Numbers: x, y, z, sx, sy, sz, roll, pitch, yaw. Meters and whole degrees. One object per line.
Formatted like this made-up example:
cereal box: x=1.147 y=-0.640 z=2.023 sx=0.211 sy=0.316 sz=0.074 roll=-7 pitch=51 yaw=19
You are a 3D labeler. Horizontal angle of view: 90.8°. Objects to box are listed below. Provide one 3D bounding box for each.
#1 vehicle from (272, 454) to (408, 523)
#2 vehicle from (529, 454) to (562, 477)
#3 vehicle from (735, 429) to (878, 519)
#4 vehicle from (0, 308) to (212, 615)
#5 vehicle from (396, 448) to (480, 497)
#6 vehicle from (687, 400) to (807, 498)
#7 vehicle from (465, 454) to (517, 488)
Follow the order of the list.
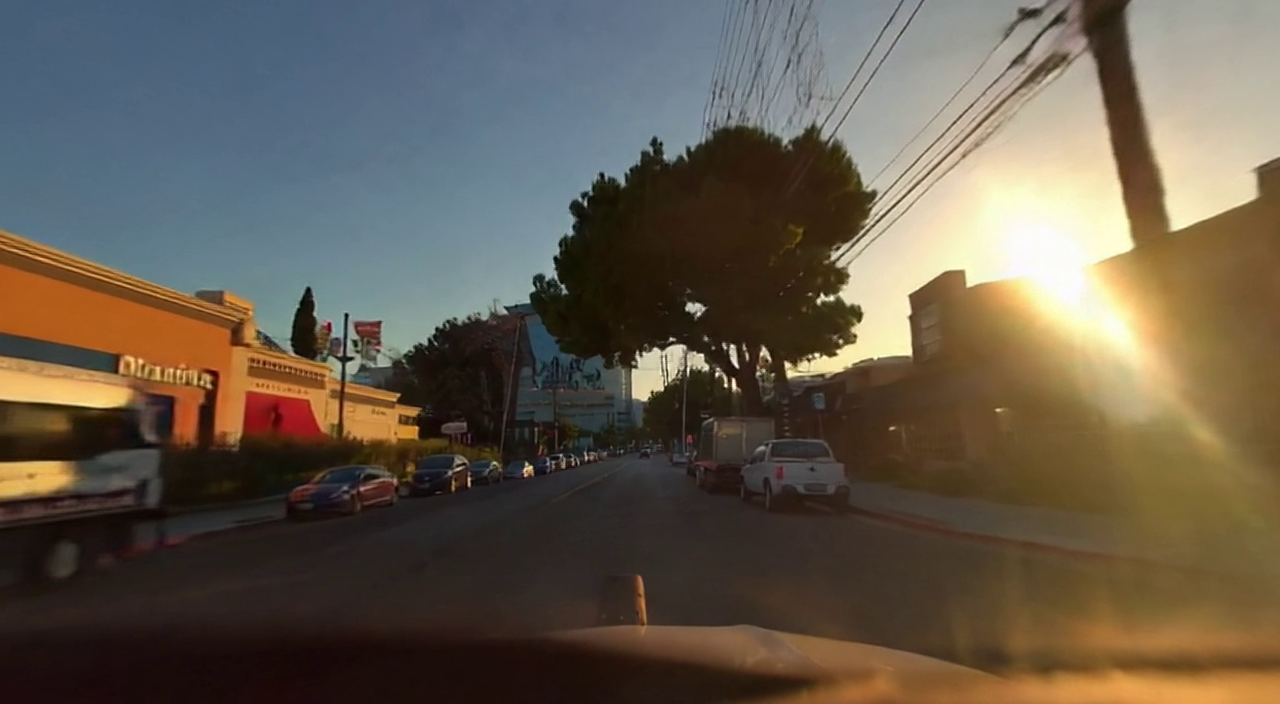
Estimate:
vehicle: x=-7.905 y=3.581 z=17.113 sx=1.704 sy=1.464 sz=4.089 roll=-3 pitch=-8 yaw=0
vehicle: x=-7.266 y=8.745 z=48.868 sx=1.787 sy=1.543 sz=4.052 roll=-4 pitch=-8 yaw=1
vehicle: x=3.719 y=2.838 z=15.217 sx=2.097 sy=1.784 sz=4.915 roll=0 pitch=-9 yaw=0
vehicle: x=-8.061 y=1.041 z=5.855 sx=2.745 sy=3.157 sz=7.388 roll=-1 pitch=-9 yaw=2
vehicle: x=-7.768 y=4.626 z=24.679 sx=1.882 sy=1.639 sz=4.187 roll=-3 pitch=-9 yaw=1
vehicle: x=3.954 y=3.824 z=25.833 sx=3.011 sy=3.127 sz=8.608 roll=-3 pitch=-7 yaw=-2
vehicle: x=-7.639 y=6.088 z=32.599 sx=1.678 sy=1.468 sz=3.706 roll=-4 pitch=-9 yaw=1
